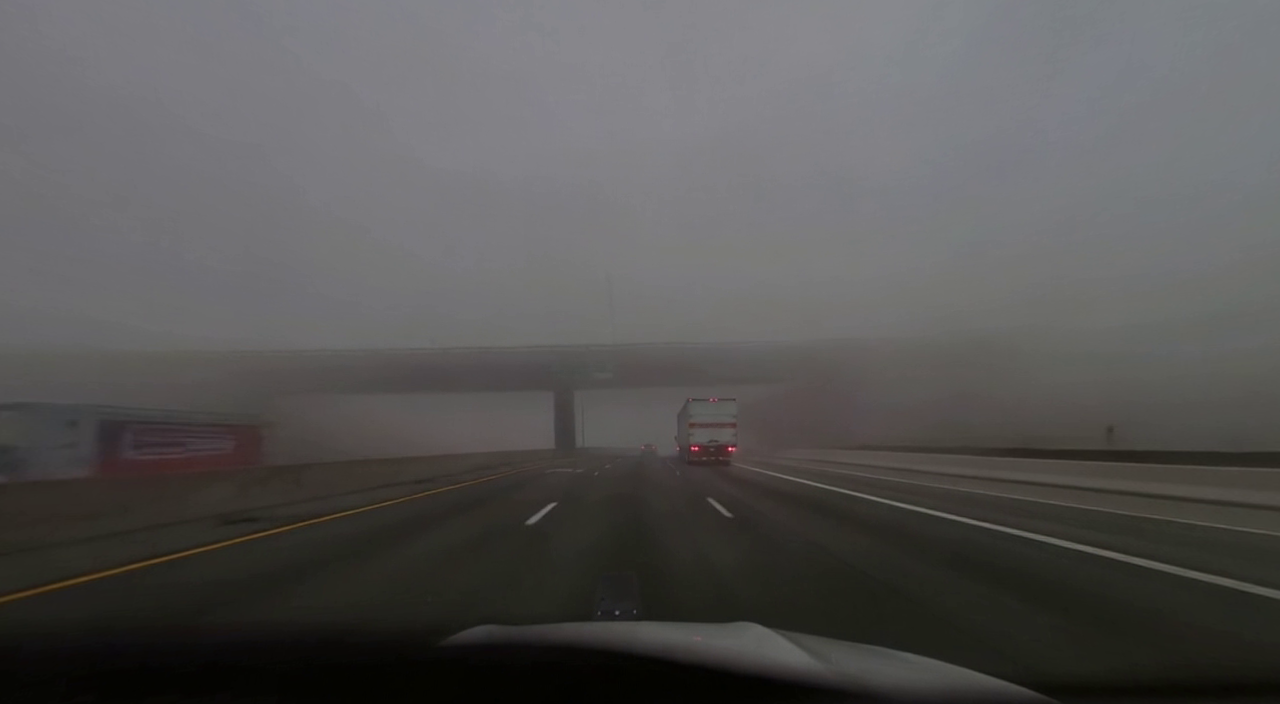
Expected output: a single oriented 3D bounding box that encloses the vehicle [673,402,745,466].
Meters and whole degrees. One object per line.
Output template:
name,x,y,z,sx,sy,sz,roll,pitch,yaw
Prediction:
vehicle,4.187,5.430,41.206,3.306,3.531,11.717,0,-8,0
